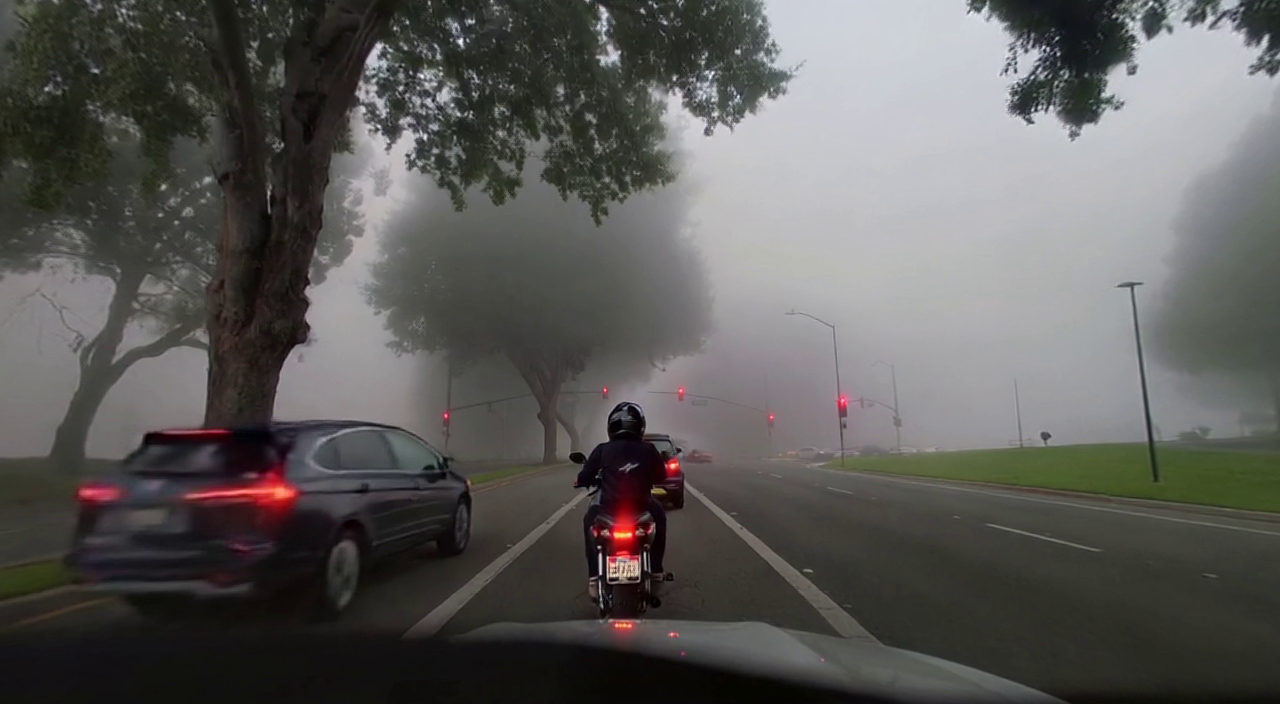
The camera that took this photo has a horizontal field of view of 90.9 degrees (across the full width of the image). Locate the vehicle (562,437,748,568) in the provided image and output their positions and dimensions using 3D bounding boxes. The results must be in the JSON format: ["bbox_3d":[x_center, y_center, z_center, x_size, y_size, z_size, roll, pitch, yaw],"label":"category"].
[{"bbox_3d":[0.126,2.026,9.409,2.093,1.450,4.437,0,-8,-1],"label":"vehicle"}]

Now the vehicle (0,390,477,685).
[{"bbox_3d":[-3.291,1.409,6.147,2.056,1.647,5.045,0,-8,0],"label":"vehicle"}]
